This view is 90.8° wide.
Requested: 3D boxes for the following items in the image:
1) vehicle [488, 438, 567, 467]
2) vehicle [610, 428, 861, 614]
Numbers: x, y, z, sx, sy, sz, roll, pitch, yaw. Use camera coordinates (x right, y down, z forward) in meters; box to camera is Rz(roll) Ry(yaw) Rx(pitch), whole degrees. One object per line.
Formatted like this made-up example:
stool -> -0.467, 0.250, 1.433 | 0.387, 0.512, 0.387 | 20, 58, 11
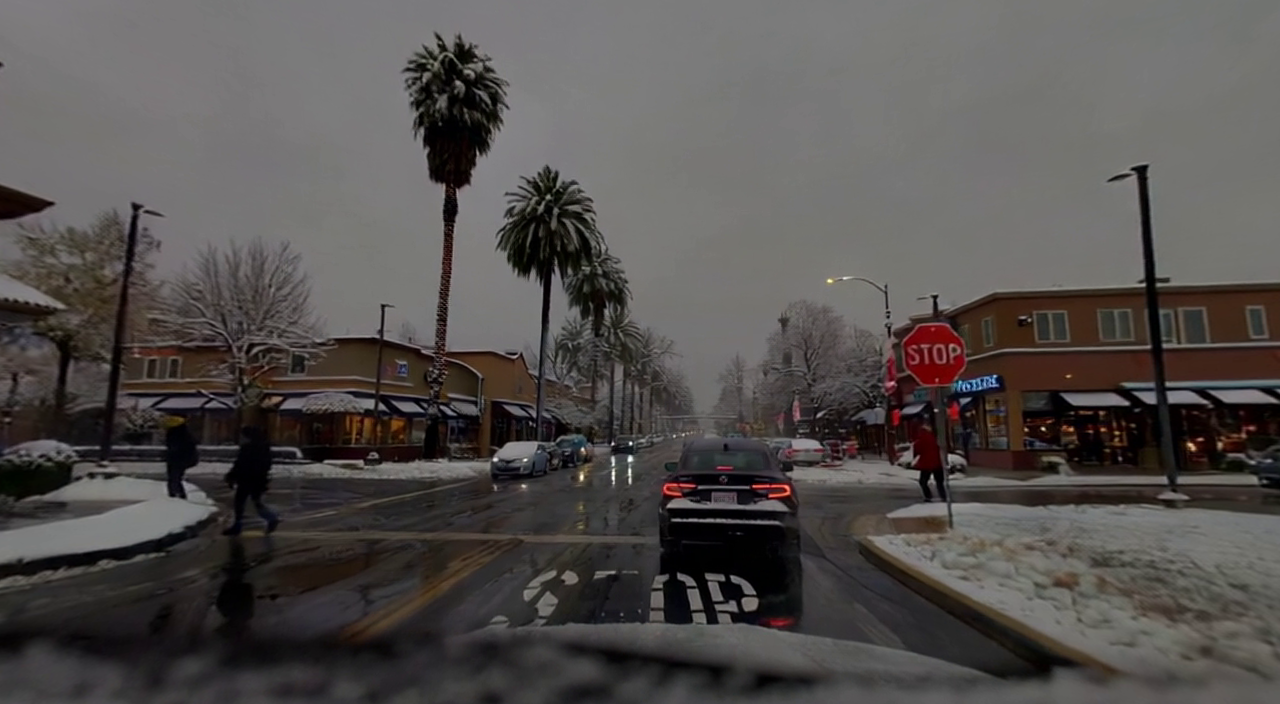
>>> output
vehicle -> -7.089, 6.368, 40.075 | 4.529, 1.682, 1.895 | 6, -11, -36
vehicle -> 0.935, 1.677, 7.211 | 2.031, 1.479, 3.969 | -1, -9, 5
